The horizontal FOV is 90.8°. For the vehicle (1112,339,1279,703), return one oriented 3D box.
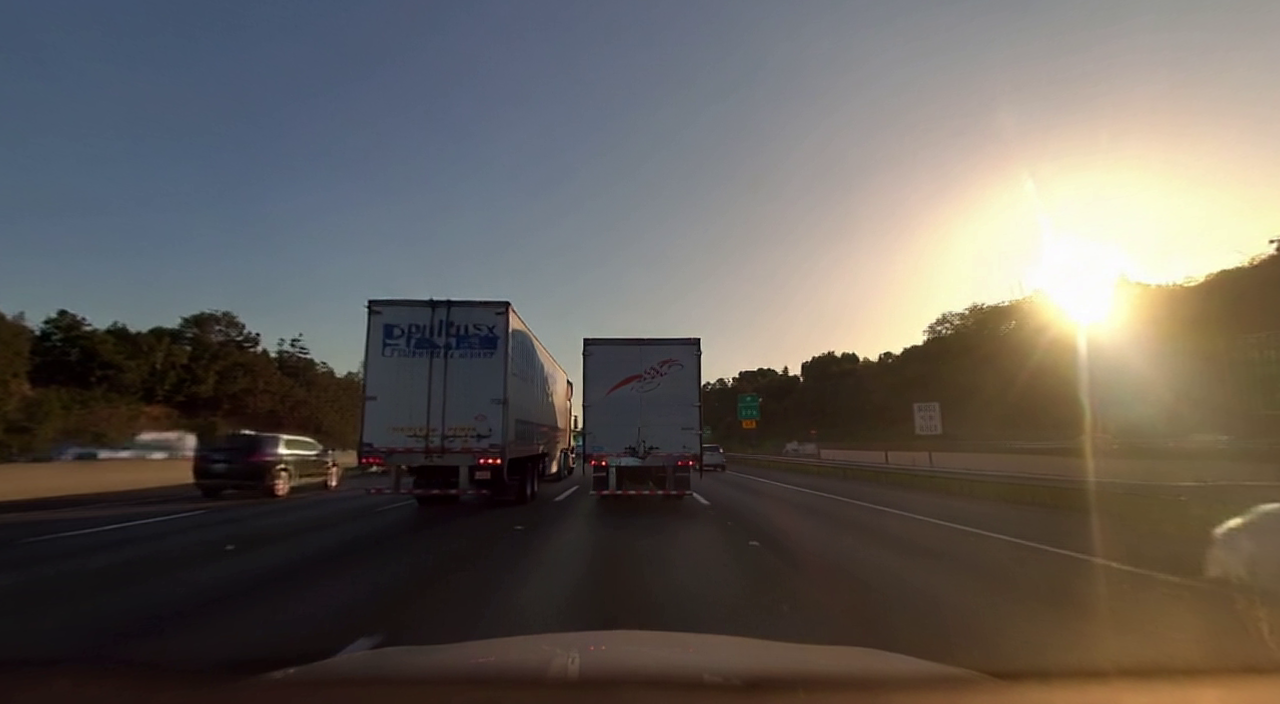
[{"bbox_3d":[3.887,0.610,1.331,2.136,1.753,4.644,0,-9,0],"label":"vehicle"}]

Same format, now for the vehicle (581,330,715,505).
[{"bbox_3d":[0.090,2.142,18.773,2.910,3.828,9.805,0,-9,-1],"label":"vehicle"}]

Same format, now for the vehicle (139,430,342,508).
[{"bbox_3d":[-10.928,3.228,18.005,2.120,1.862,5.530,0,-9,0],"label":"vehicle"}]

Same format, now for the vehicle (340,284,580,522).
[{"bbox_3d":[-3.795,2.024,18.821,2.873,4.107,15.970,0,-9,-1],"label":"vehicle"}]

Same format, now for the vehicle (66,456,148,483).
[{"bbox_3d":[-29.041,6.381,34.538,1.479,1.342,3.317,-1,-9,3],"label":"vehicle"}]
